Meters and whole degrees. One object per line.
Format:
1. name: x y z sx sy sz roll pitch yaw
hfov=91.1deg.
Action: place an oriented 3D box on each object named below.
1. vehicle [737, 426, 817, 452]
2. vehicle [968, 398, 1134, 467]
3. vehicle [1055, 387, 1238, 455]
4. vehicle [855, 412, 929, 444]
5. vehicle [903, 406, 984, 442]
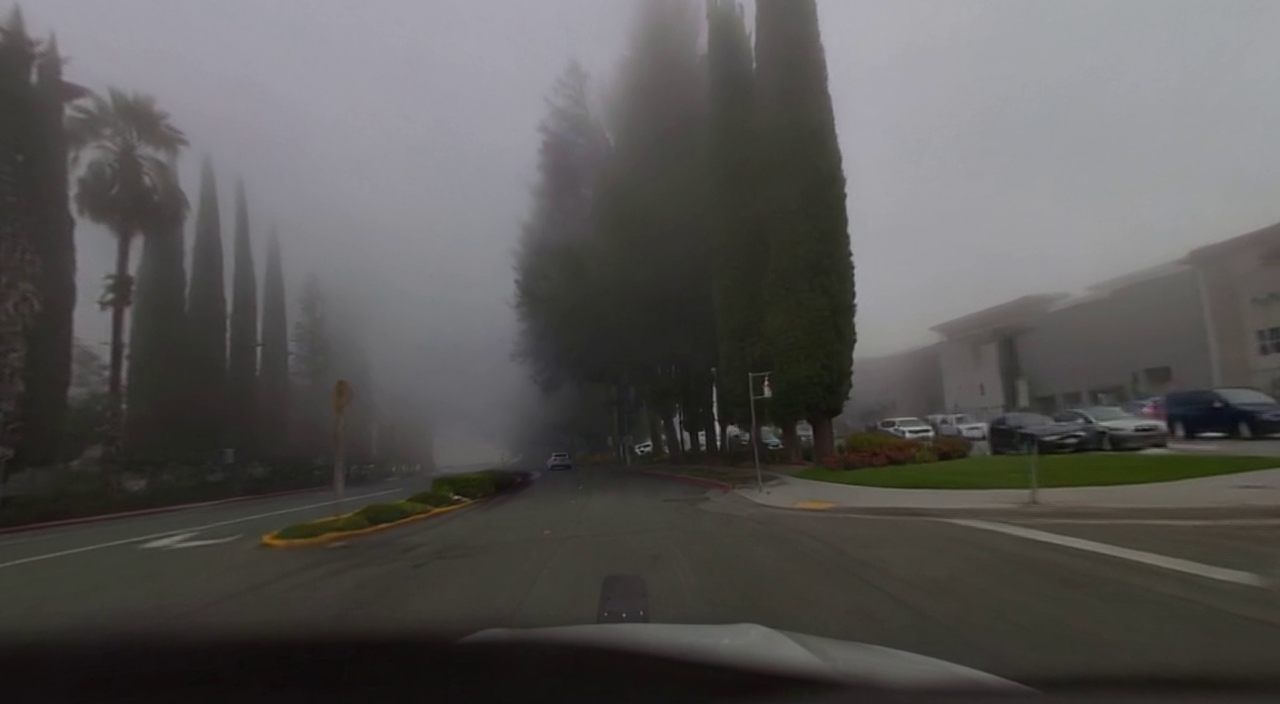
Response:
1. vehicle: 8.919 5.713 41.208 4.671 1.630 2.200 0 -9 -3
2. vehicle: 11.617 2.405 18.304 2.196 1.715 4.918 -1 -9 10
3. vehicle: 14.202 2.081 18.049 2.065 1.687 4.584 -2 -9 11
4. vehicle: 17.908 5.408 44.636 4.537 1.686 2.002 -3 -11 -21
5. vehicle: 18.201 4.412 37.912 1.992 1.767 4.848 -7 -9 -5
